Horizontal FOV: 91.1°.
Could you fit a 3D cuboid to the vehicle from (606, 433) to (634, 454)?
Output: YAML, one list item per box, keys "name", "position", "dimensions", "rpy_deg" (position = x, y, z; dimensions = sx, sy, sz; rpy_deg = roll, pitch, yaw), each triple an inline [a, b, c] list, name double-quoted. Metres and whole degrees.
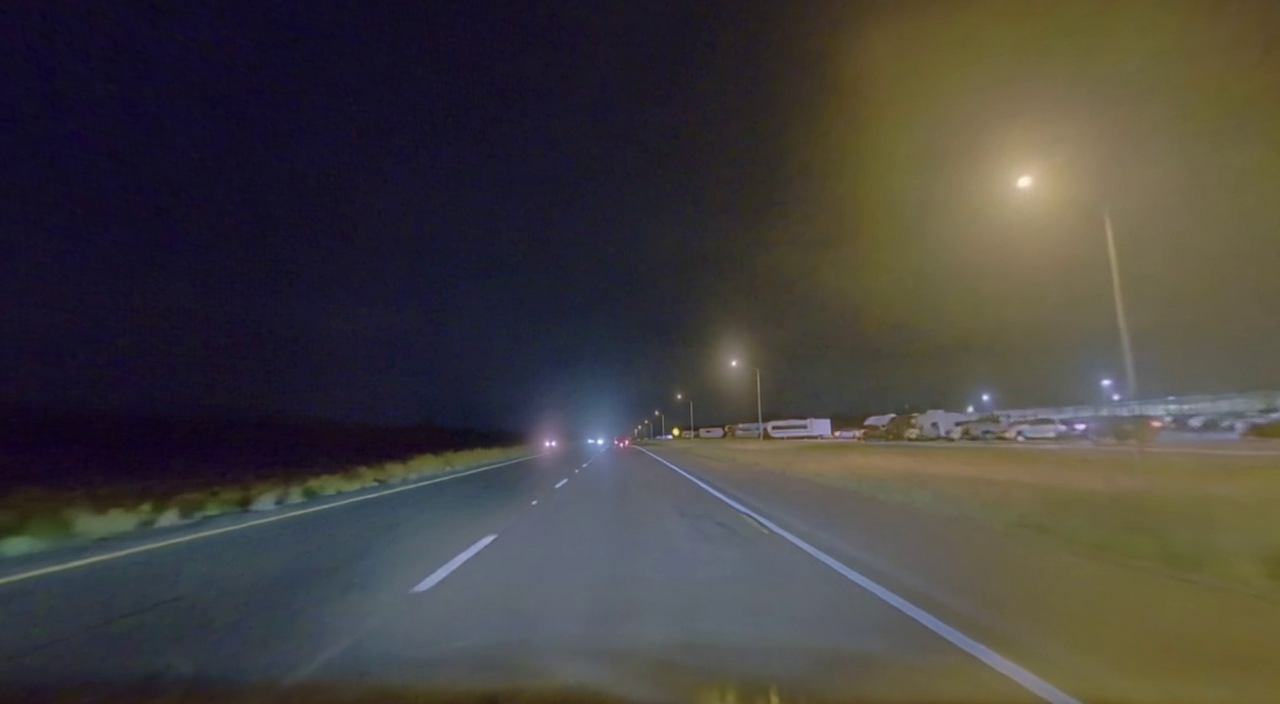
- name: "vehicle"
  position: [-1.532, 6.942, 47.773]
  dimensions: [2.037, 1.504, 4.248]
  rpy_deg: [0, -8, -2]
